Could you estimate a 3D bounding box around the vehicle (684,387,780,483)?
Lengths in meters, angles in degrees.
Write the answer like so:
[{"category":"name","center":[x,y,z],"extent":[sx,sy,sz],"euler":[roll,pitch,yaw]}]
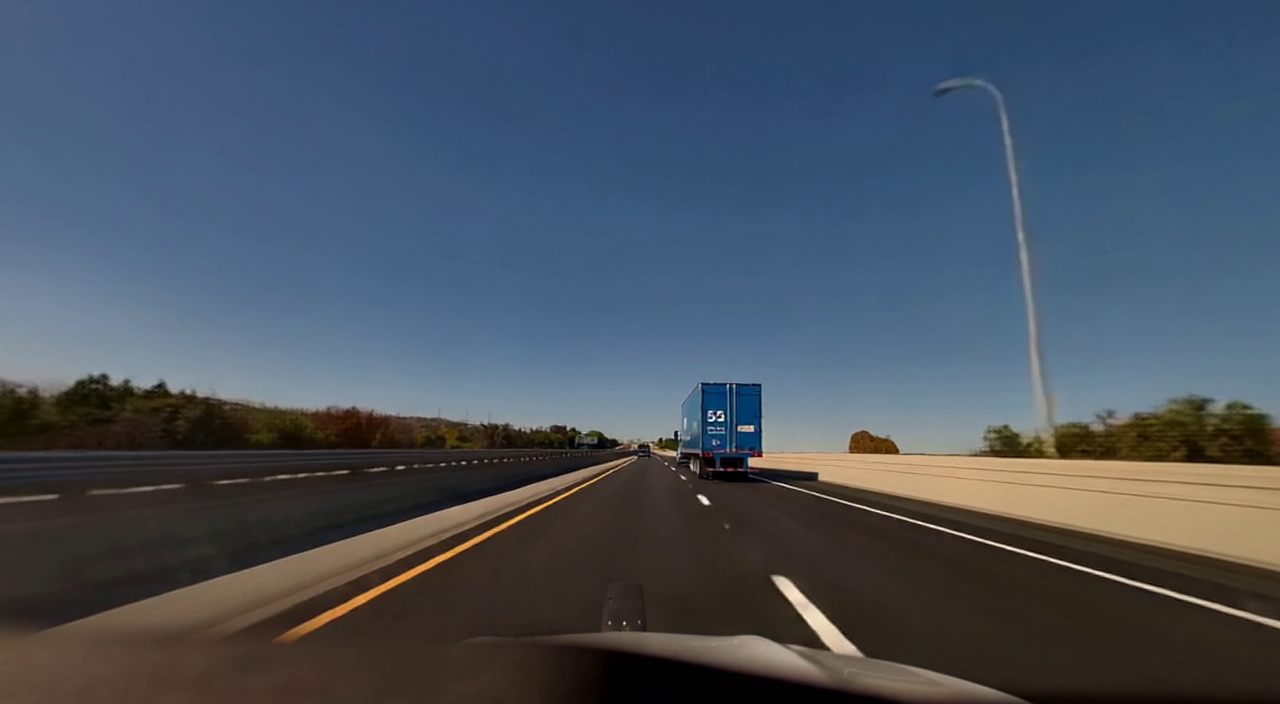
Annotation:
[{"category":"vehicle","center":[3.948,4.013,29.770],"extent":[3.107,3.718,10.231],"euler":[0,-9,1]}]
